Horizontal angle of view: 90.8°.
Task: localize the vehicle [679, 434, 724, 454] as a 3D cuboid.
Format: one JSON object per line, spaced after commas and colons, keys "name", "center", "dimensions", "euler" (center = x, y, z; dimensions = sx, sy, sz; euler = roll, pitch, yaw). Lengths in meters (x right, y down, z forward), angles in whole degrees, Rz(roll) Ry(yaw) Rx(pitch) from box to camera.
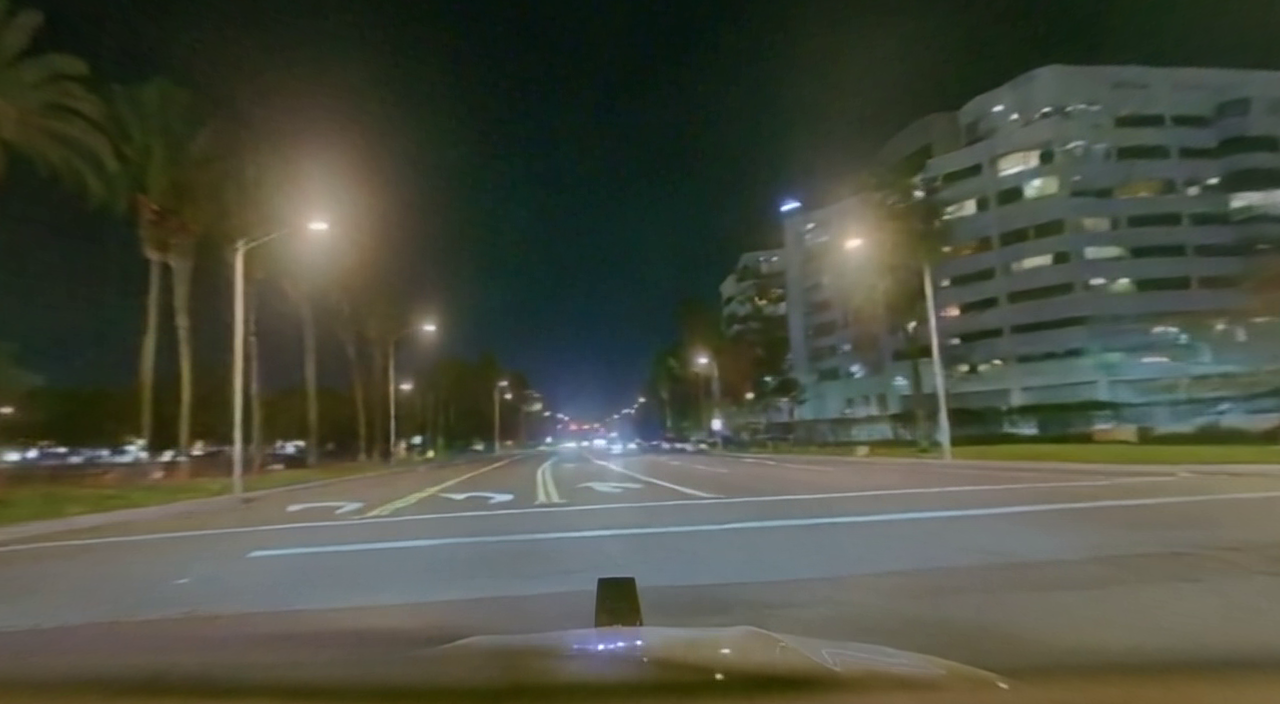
{"name": "vehicle", "center": [4.671, 7.123, 48.717], "dimensions": [1.870, 1.456, 4.605], "euler": [3, -9, -16]}
